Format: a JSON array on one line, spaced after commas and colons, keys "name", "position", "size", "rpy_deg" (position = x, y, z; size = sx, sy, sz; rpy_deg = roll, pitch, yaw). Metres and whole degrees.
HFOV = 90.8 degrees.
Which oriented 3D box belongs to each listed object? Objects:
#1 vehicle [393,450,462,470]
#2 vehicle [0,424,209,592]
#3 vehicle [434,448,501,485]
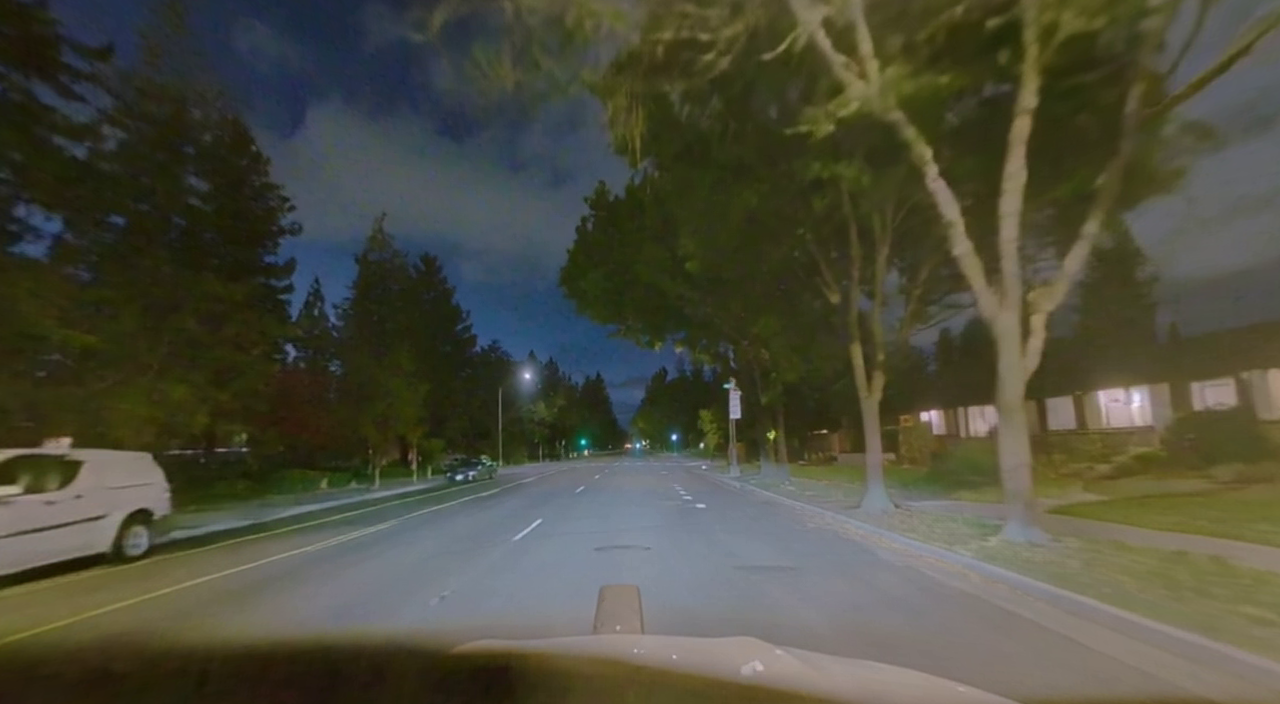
[{"name": "vehicle", "position": [-15.793, 8.046, 47.068], "size": [4.446, 1.451, 1.828], "rpy_deg": [-1, -9, 7]}, {"name": "vehicle", "position": [-7.762, 1.823, 7.402], "size": [2.122, 1.739, 4.770], "rpy_deg": [-4, -8, 0]}, {"name": "vehicle", "position": [-7.950, 5.291, 29.539], "size": [1.880, 1.469, 4.221], "rpy_deg": [-4, -9, 0]}]
